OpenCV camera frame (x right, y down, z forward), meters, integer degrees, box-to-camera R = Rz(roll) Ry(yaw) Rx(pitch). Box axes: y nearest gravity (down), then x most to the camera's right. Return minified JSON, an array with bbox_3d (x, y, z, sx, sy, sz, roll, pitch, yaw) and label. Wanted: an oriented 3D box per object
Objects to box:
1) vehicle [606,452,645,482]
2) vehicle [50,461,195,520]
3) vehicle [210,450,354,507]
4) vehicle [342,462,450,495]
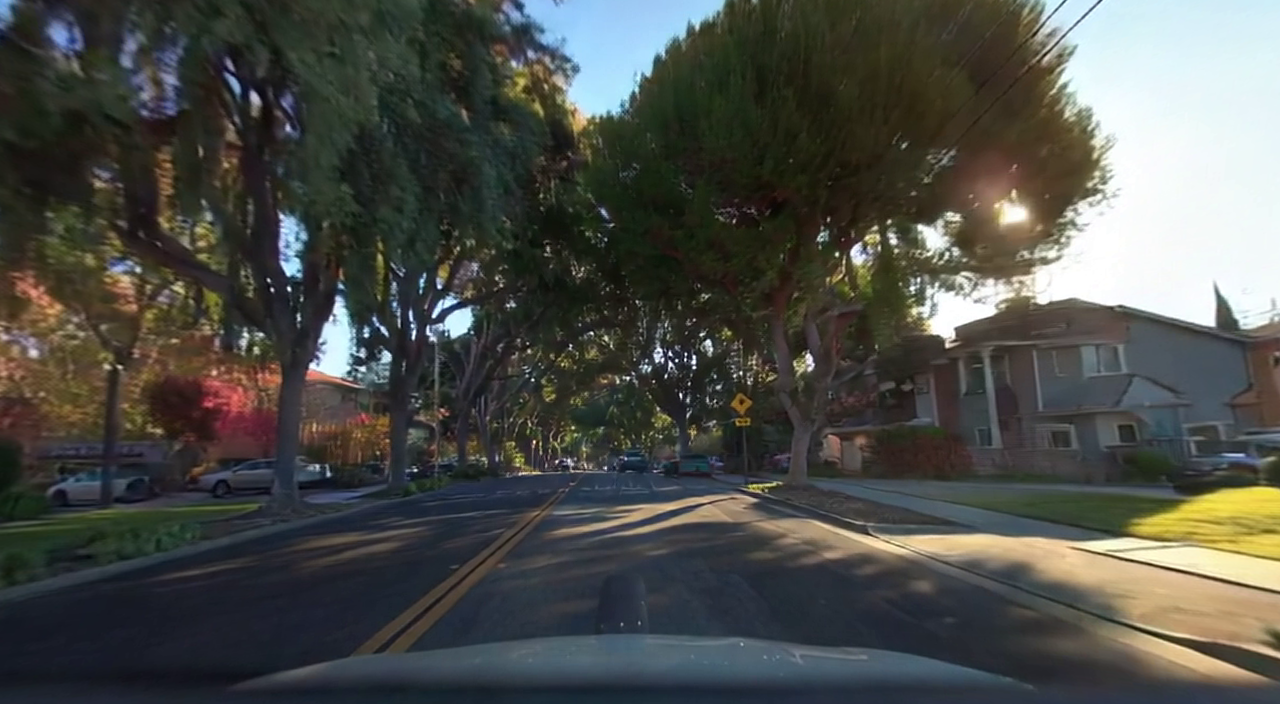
[{"bbox_3d":[-0.848,6.298,34.878,2.022,1.481,4.050,0,-8,-3],"label":"vehicle"},{"bbox_3d":[-26.399,7.060,32.317,5.794,2.630,2.500,-4,-9,12],"label":"vehicle"},{"bbox_3d":[-17.157,6.015,30.454,5.586,2.532,2.444,-1,-8,8],"label":"vehicle"},{"bbox_3d":[-12.350,6.404,32.138,4.676,1.484,2.068,-2,-8,12],"label":"vehicle"}]
